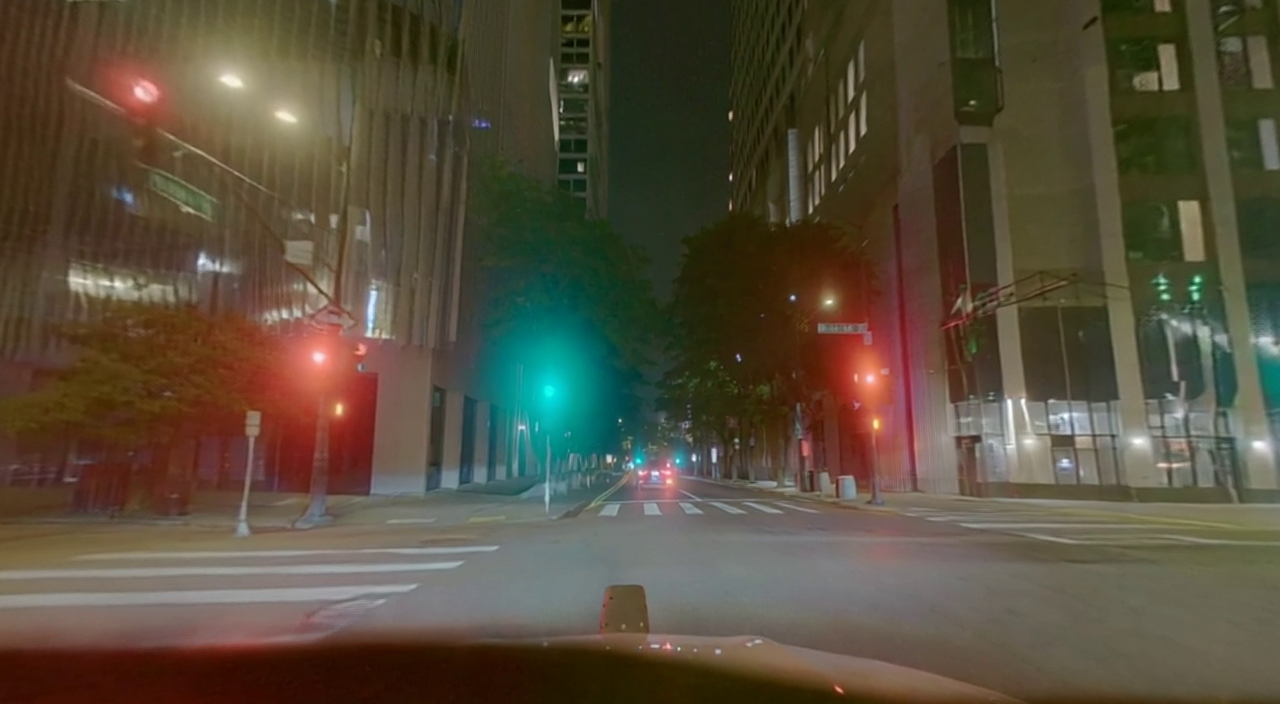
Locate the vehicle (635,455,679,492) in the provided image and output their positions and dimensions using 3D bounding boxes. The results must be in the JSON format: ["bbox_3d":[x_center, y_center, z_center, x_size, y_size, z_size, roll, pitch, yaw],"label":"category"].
[{"bbox_3d":[0.820,6.028,31.511,2.079,1.621,3.861,0,-8,0],"label":"vehicle"}]
